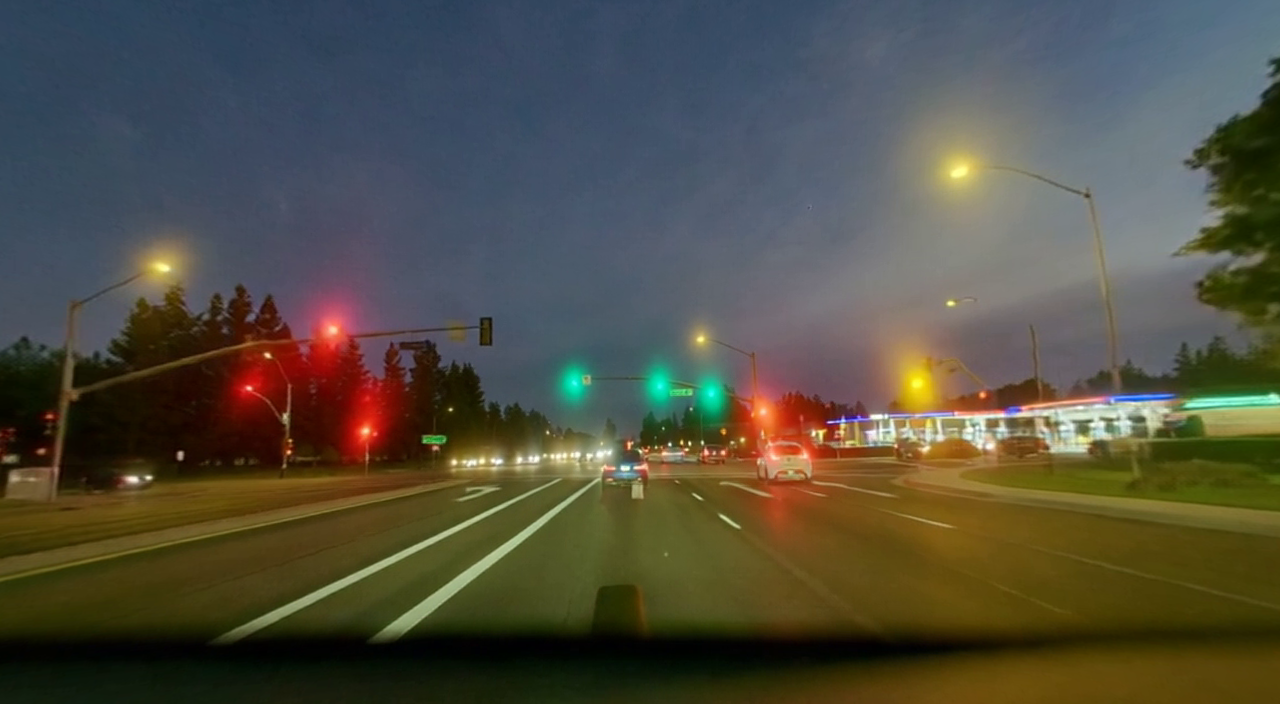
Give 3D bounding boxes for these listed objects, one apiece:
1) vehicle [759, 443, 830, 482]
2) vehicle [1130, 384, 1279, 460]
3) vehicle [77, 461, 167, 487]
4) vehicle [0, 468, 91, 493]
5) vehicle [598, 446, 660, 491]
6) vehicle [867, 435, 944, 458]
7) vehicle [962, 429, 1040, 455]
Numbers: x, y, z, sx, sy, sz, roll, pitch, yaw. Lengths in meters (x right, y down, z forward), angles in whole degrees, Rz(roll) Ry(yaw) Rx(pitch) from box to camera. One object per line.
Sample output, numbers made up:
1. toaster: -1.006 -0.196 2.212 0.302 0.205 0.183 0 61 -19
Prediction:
1. vehicle: 6.422 4.636 26.756 1.890 1.489 4.396 0 -9 0
2. vehicle: 29.018 3.620 31.219 2.940 3.265 7.968 0 -9 -1
3. vehicle: -34.663 8.159 42.369 4.287 1.612 1.993 0 -9 2
4. vehicle: -37.712 8.124 40.006 4.308 1.430 1.824 -1 -9 6
5. vehicle: -0.373 4.119 22.670 2.040 1.451 3.736 0 -9 0
6. vehicle: 20.011 7.145 47.734 4.796 1.488 1.966 -2 -9 -1
7. vehicle: 27.345 6.833 47.881 4.724 1.793 1.777 -1 -9 0
